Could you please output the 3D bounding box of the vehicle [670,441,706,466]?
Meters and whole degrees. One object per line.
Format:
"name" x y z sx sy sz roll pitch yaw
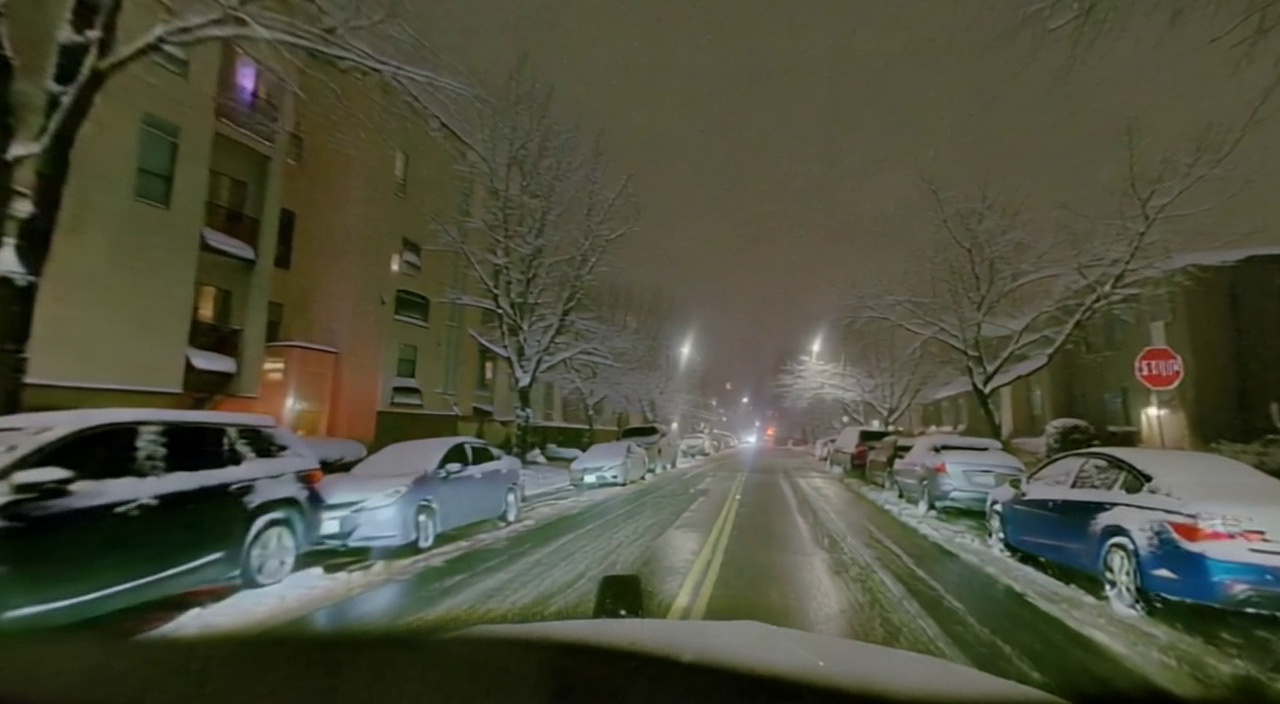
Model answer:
"vehicle" 3.166 6.542 41.053 1.939 1.513 4.401 -1 -8 9

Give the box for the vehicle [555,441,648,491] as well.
"vehicle" -1.137 3.692 20.972 1.921 1.463 4.313 -2 -8 13

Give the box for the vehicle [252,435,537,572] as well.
"vehicle" -3.213 2.038 9.575 1.902 1.478 4.696 -2 -7 9

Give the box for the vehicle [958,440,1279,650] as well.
"vehicle" 5.156 1.650 6.553 2.084 1.441 4.402 -1 -8 10

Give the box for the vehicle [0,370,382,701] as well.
"vehicle" -4.169 1.168 4.706 1.946 1.744 4.584 -1 -8 10

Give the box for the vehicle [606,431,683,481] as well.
"vehicle" 0.347 4.355 27.143 2.229 1.869 5.791 -3 -8 11
